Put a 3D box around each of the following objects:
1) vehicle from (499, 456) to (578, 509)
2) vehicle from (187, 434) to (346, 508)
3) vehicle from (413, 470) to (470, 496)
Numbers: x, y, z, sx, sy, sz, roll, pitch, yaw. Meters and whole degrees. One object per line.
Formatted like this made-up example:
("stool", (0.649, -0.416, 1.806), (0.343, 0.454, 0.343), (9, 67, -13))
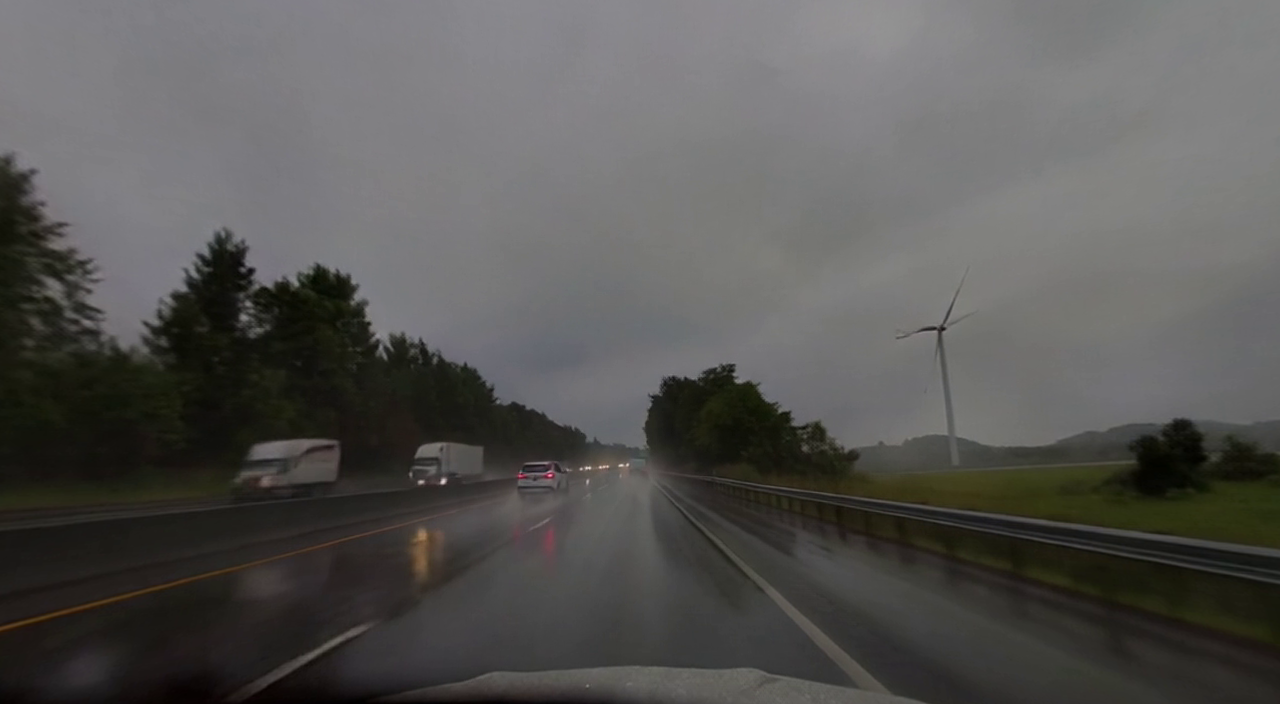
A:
("vehicle", (-3.574, 4.723, 23.081), (2.124, 1.705, 4.440), (1, -11, 0))
("vehicle", (-16.379, 5.349, 28.423), (2.486, 2.808, 7.416), (1, -11, 1))
("vehicle", (-11.868, 7.848, 37.972), (1.929, 1.466, 4.564), (1, -11, 0))
